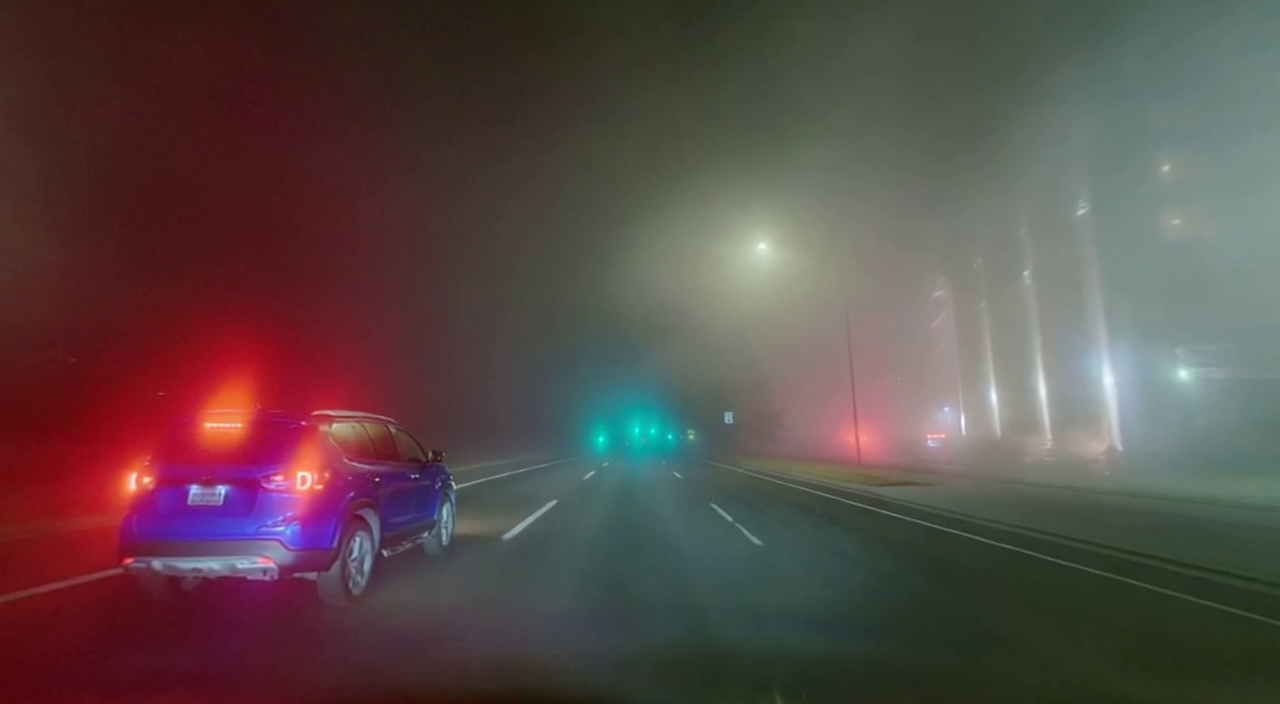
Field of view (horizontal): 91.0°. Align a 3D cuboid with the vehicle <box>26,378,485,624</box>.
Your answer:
[{"bbox_3d":[-3.249,1.366,6.719,2.033,1.713,4.503,0,-8,0],"label":"vehicle"}]

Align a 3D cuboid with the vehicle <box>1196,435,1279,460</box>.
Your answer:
[{"bbox_3d":[37.466,5.899,38.887,4.447,1.464,1.793,0,-8,0],"label":"vehicle"}]
